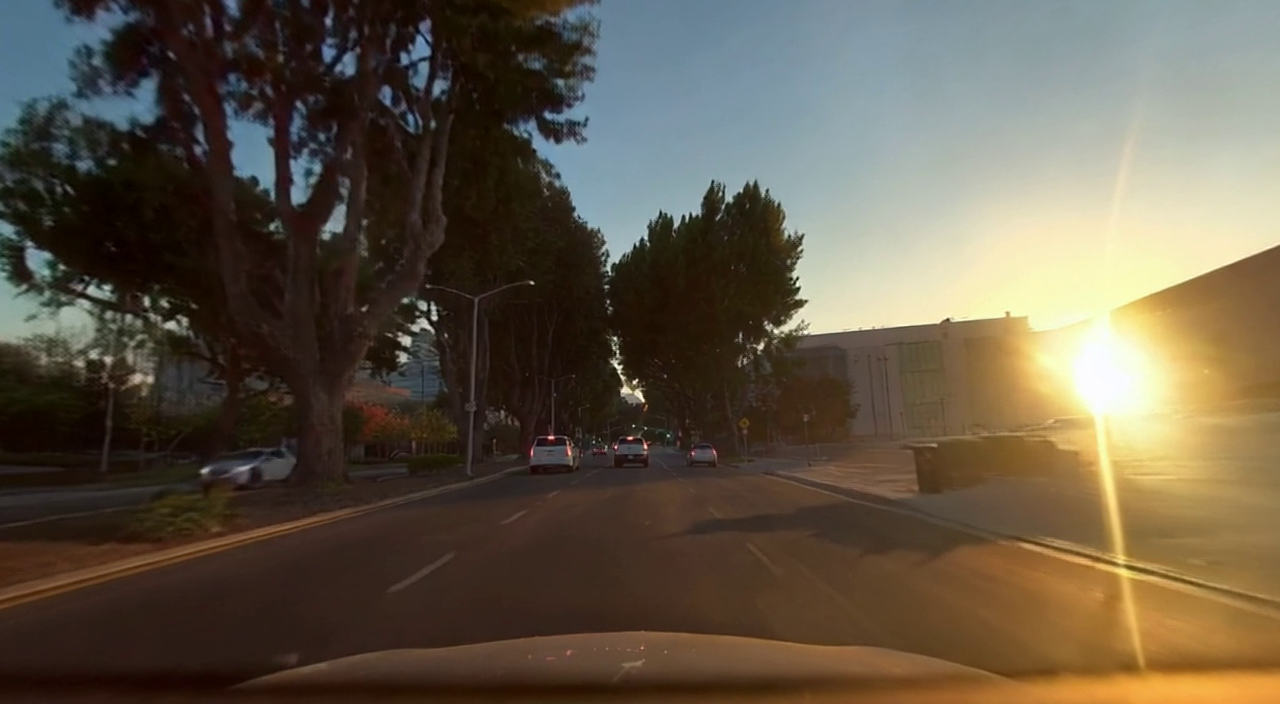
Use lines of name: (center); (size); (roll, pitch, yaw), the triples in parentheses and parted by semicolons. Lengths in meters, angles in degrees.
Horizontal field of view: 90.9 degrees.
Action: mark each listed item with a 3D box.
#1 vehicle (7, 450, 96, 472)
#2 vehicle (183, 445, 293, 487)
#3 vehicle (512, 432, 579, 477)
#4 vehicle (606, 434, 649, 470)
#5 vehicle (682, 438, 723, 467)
vehicle: (-42.453, 7.860, 45.618); (1.749, 1.468, 4.559); (-1, -9, 6)
vehicle: (-19.641, 5.551, 31.152); (2.128, 1.841, 5.012); (0, -9, 0)
vehicle: (-3.844, 4.274, 26.399); (2.047, 1.710, 4.314); (0, -9, 1)
vehicle: (-0.565, 5.031, 31.831); (2.022, 1.700, 4.084); (0, -9, 0)
vehicle: (3.545, 5.737, 36.192); (1.847, 1.554, 4.052); (0, -9, -1)
